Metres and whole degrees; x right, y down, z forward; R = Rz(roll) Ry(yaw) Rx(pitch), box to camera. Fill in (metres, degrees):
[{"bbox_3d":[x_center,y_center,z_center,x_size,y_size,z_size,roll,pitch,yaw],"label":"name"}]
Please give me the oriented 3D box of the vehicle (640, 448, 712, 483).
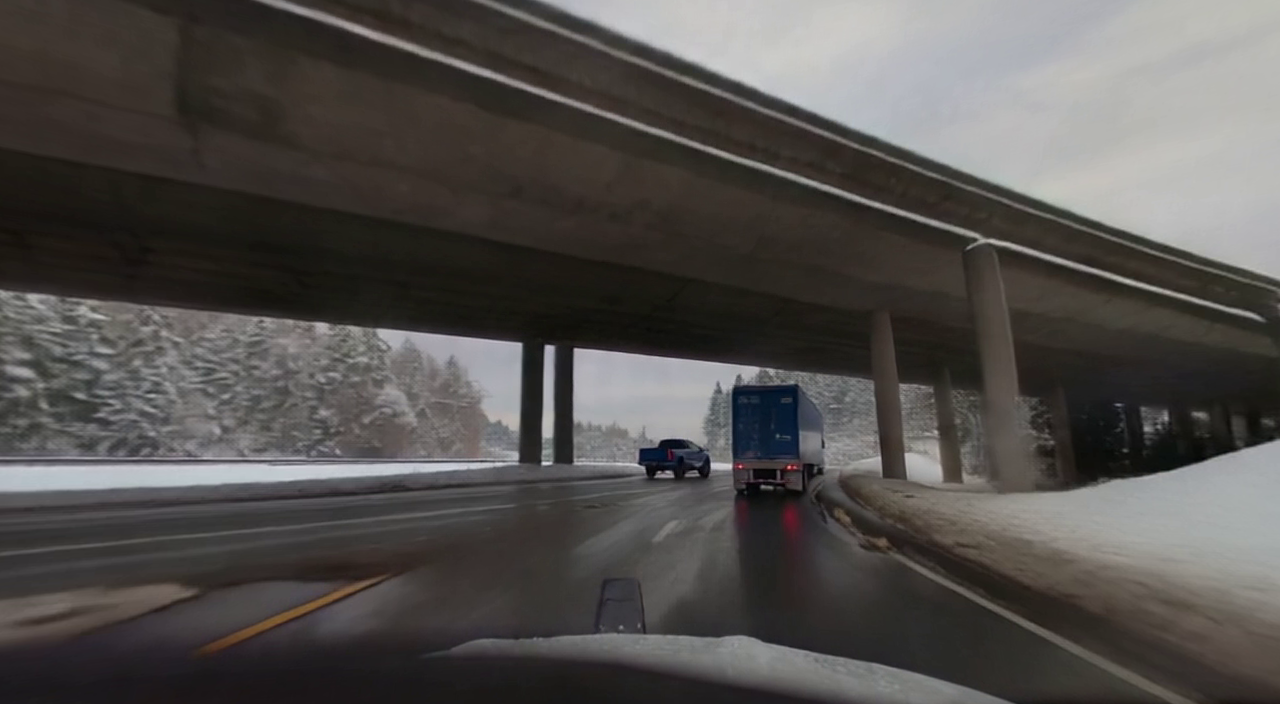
[{"bbox_3d":[1.705,5.127,28.673,1.940,1.444,4.024,-4,-10,24],"label":"vehicle"}]
